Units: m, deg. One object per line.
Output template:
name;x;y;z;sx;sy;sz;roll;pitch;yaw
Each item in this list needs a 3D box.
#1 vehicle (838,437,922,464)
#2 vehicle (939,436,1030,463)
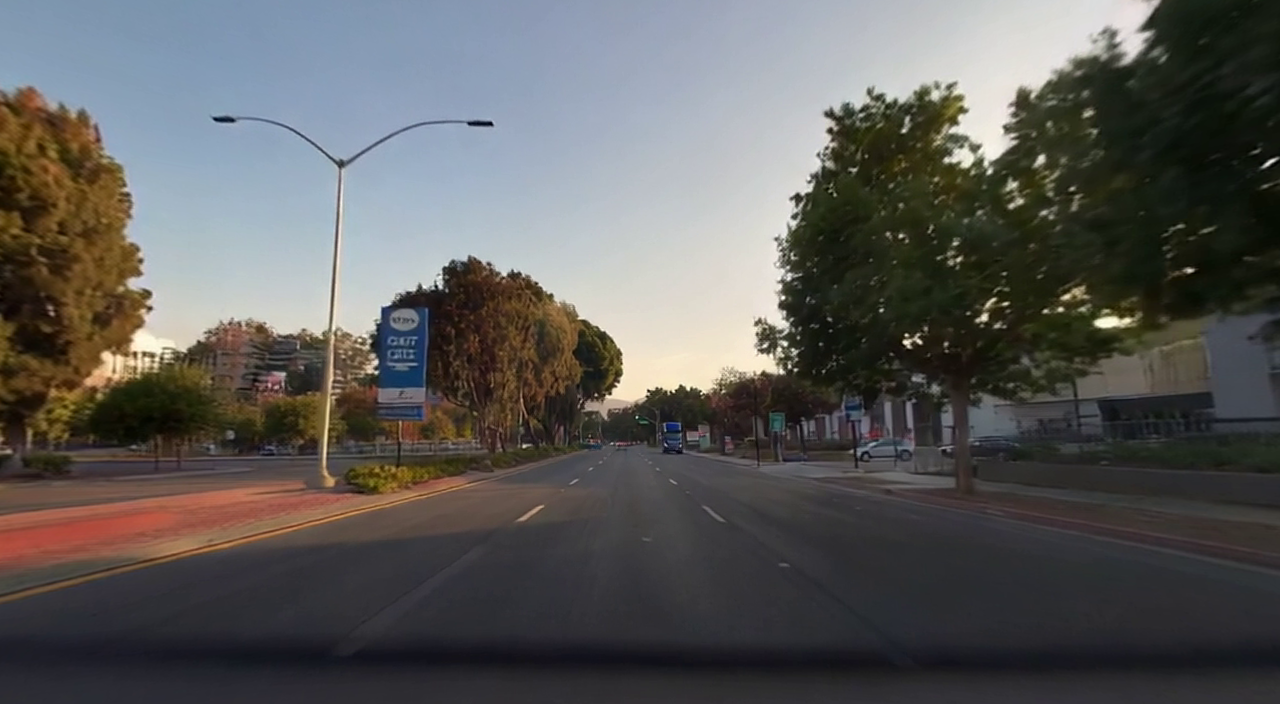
vehicle;14.419;5.935;38.162;4.296;1.596;1.807;0;-9;0
vehicle;20.852;5.907;38.364;4.416;1.561;1.876;0;-9;0
